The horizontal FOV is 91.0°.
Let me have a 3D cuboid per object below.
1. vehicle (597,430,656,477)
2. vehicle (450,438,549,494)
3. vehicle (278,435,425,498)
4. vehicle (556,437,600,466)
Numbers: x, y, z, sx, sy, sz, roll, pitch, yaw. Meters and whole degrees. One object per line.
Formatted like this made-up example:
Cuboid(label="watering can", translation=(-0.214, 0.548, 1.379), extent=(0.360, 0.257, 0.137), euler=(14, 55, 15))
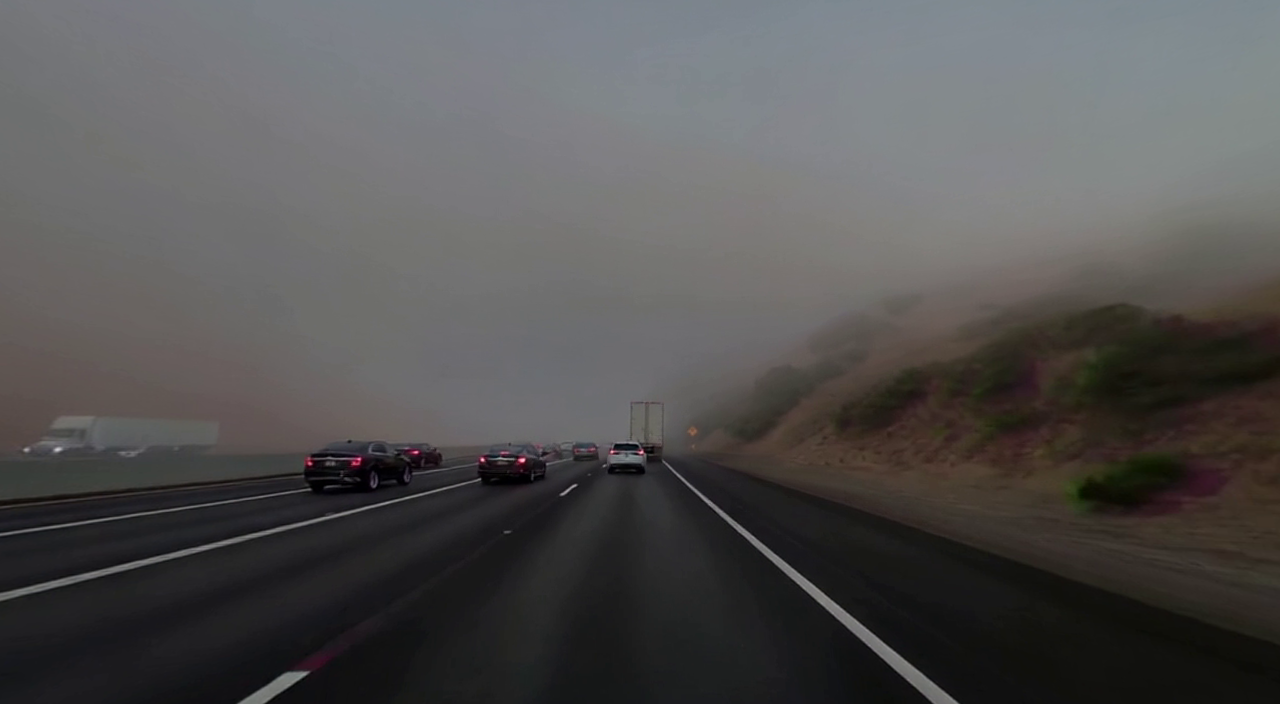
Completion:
Cuboid(label="vehicle", translation=(-0.520, 4.302, 26.829), extent=(2.281, 1.795, 4.297), euler=(1, -9, 0))
Cuboid(label="vehicle", translation=(-4.123, 3.422, 19.316), extent=(1.943, 1.468, 4.547), euler=(1, -9, 0))
Cuboid(label="vehicle", translation=(-7.789, 3.126, 17.551), extent=(2.029, 1.507, 4.204), euler=(1, -9, 1))
Cuboid(label="vehicle", translation=(-3.765, 6.171, 39.077), extent=(2.155, 1.661, 4.477), euler=(0, -9, 1))
